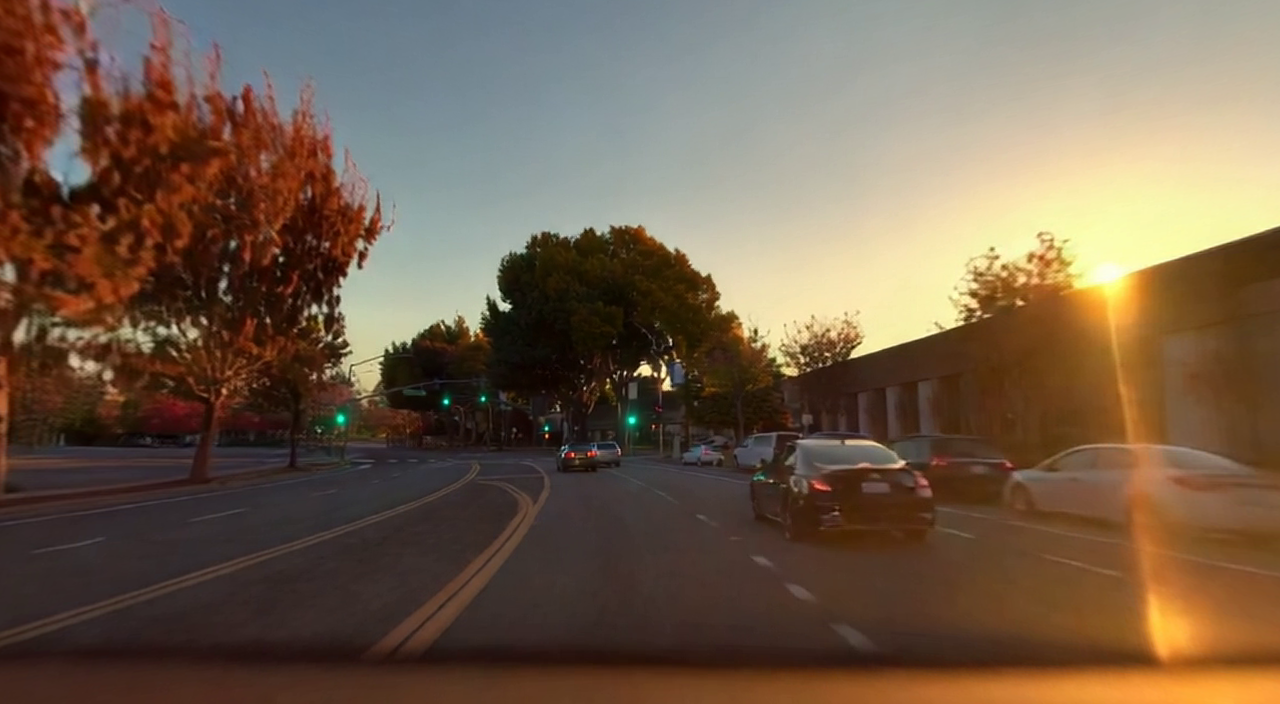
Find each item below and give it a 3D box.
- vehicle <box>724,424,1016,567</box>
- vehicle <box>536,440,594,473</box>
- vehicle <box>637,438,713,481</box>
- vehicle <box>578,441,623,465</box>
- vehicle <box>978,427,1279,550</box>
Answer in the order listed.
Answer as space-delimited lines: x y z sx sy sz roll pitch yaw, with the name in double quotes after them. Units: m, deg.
2.725 1.834 8.894 2.280 1.472 4.426 0 -8 -3 "vehicle"
-3.872 5.195 31.640 2.308 1.535 4.811 2 -9 -13 "vehicle"
1.218 4.102 24.322 1.984 1.476 4.488 1 -8 -9 "vehicle"
-2.595 6.464 40.464 1.957 1.463 4.701 2 -9 -16 "vehicle"
7.546 1.967 9.846 1.820 1.450 4.408 1 -8 -4 "vehicle"
